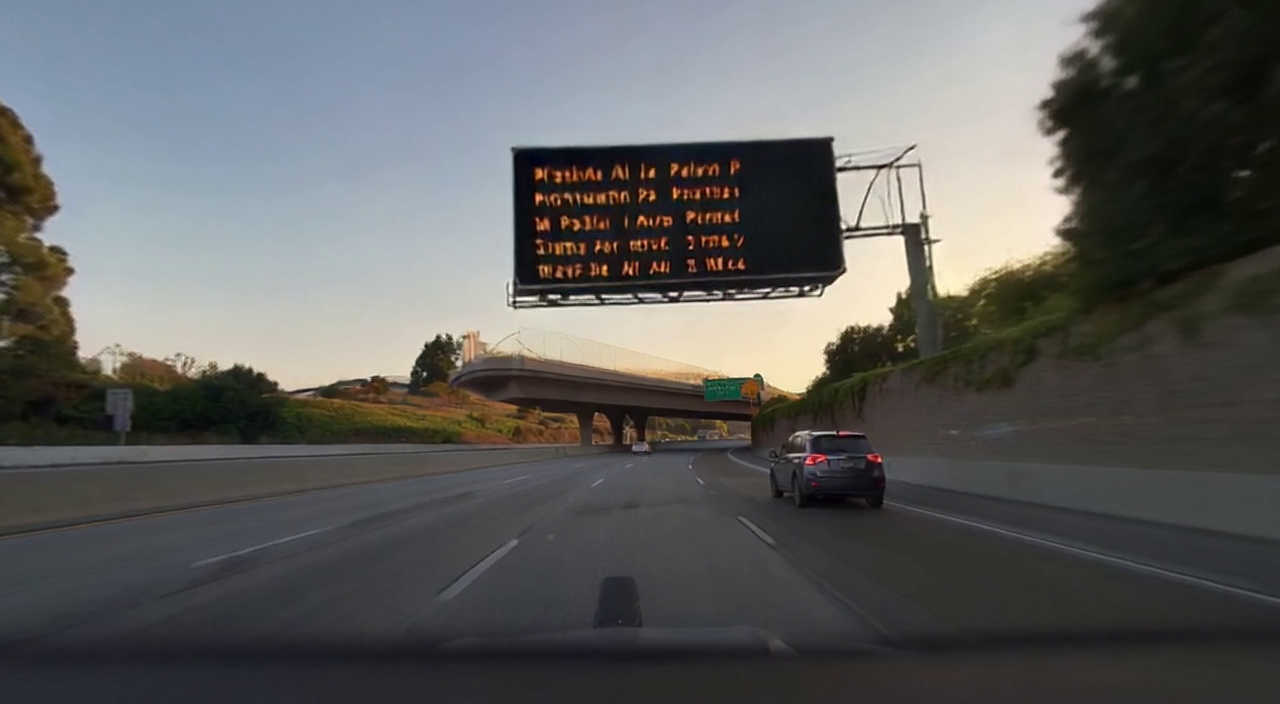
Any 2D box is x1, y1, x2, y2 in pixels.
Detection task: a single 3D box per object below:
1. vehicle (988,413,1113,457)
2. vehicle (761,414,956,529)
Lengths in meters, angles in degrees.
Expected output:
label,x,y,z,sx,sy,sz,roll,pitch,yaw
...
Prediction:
label,x,y,z,sx,sy,sz,roll,pitch,yaw
vehicle,23.685,4.879,36.506,5.707,2.048,2.282,-10,-13,34
vehicle,3.734,2.134,11.731,2.090,1.715,4.228,0,-9,0
